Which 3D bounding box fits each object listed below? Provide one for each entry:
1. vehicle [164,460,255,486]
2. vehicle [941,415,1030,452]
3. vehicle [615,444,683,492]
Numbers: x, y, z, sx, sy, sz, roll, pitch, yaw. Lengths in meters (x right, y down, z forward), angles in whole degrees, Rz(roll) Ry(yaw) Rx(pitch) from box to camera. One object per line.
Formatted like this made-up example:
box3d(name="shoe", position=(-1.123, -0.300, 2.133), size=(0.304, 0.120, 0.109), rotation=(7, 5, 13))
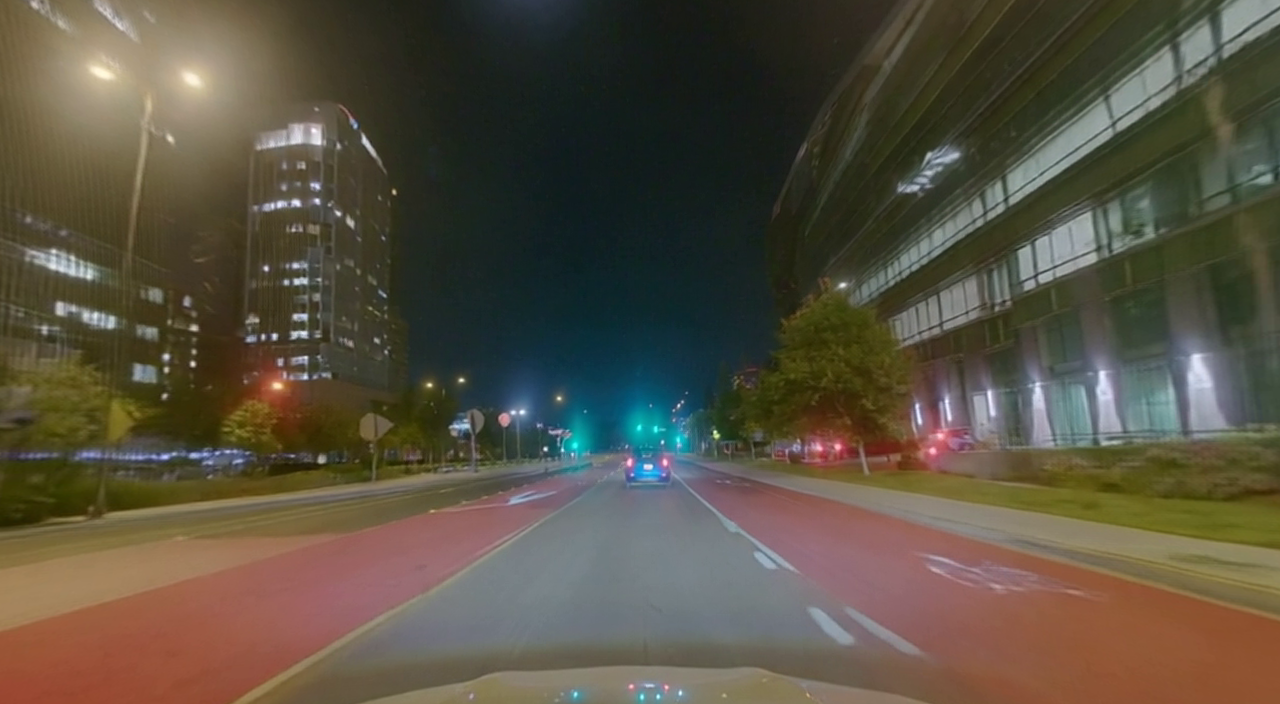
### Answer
box3d(name="vehicle", position=(-30.159, 8.438, 44.208), size=(4.962, 1.561, 1.997), rotation=(7, -11, -39))
box3d(name="vehicle", position=(15.535, 3.749, 28.596), size=(1.979, 1.460, 3.848), rotation=(-1, -10, 3))
box3d(name="vehicle", position=(0.279, 3.879, 21.402), size=(2.063, 1.442, 4.135), rotation=(0, -9, 0))
